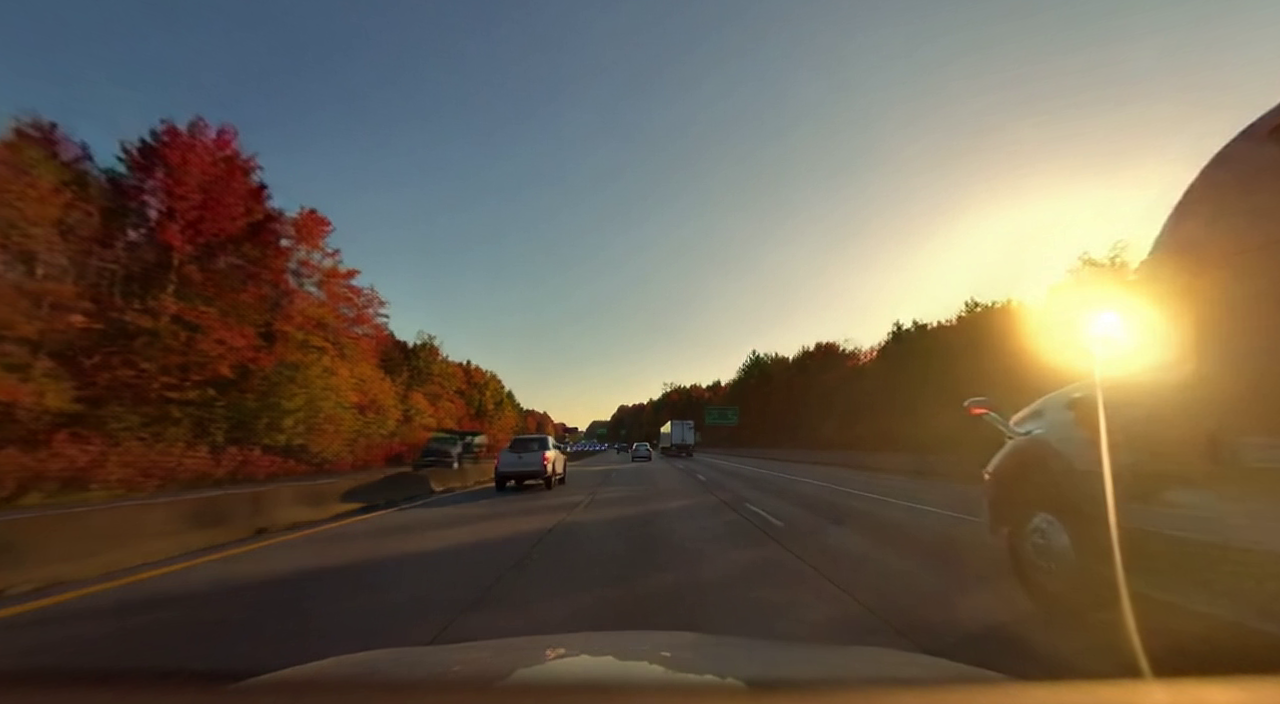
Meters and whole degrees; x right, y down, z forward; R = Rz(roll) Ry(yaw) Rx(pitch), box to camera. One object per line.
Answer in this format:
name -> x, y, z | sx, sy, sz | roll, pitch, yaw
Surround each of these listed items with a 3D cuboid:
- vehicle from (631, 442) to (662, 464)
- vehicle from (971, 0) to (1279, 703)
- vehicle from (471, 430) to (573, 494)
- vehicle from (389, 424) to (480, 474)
vehicle -> 0.470, 7.159, 44.854 | 2.152, 1.484, 4.211 | 0, -8, 1
vehicle -> 4.795, 0.183, 4.001 | 3.306, 3.639, 3.451 | 0, -8, 0
vehicle -> -3.342, 3.230, 18.876 | 2.077, 1.669, 4.739 | 0, -8, 1
vehicle -> -10.563, 5.063, 32.983 | 2.533, 2.313, 6.197 | 0, -8, 1
